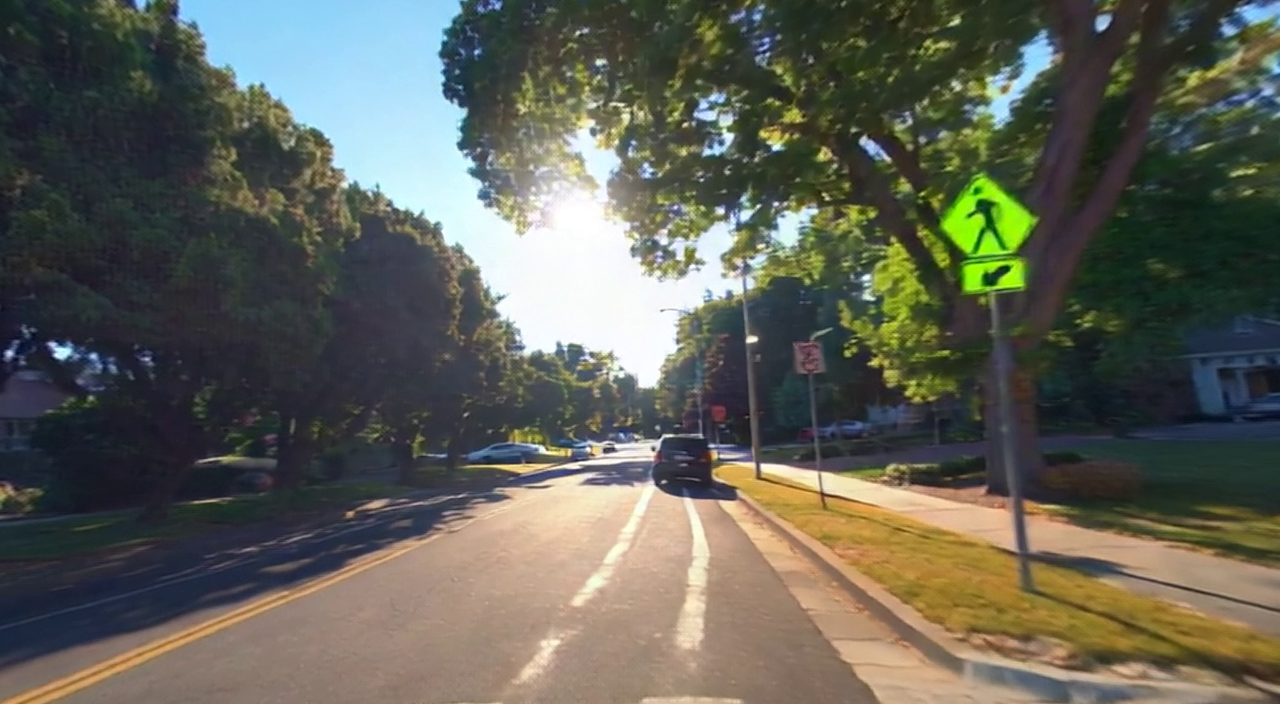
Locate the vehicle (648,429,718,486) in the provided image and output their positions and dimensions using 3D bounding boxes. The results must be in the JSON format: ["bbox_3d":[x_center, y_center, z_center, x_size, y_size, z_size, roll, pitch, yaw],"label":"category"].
[{"bbox_3d":[1.445,3.682,22.294,2.204,1.776,4.262,-1,-8,2],"label":"vehicle"}]

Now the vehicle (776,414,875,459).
[{"bbox_3d":[9.071,4.126,30.898,4.390,1.696,1.954,-2,-7,-29],"label":"vehicle"}]
